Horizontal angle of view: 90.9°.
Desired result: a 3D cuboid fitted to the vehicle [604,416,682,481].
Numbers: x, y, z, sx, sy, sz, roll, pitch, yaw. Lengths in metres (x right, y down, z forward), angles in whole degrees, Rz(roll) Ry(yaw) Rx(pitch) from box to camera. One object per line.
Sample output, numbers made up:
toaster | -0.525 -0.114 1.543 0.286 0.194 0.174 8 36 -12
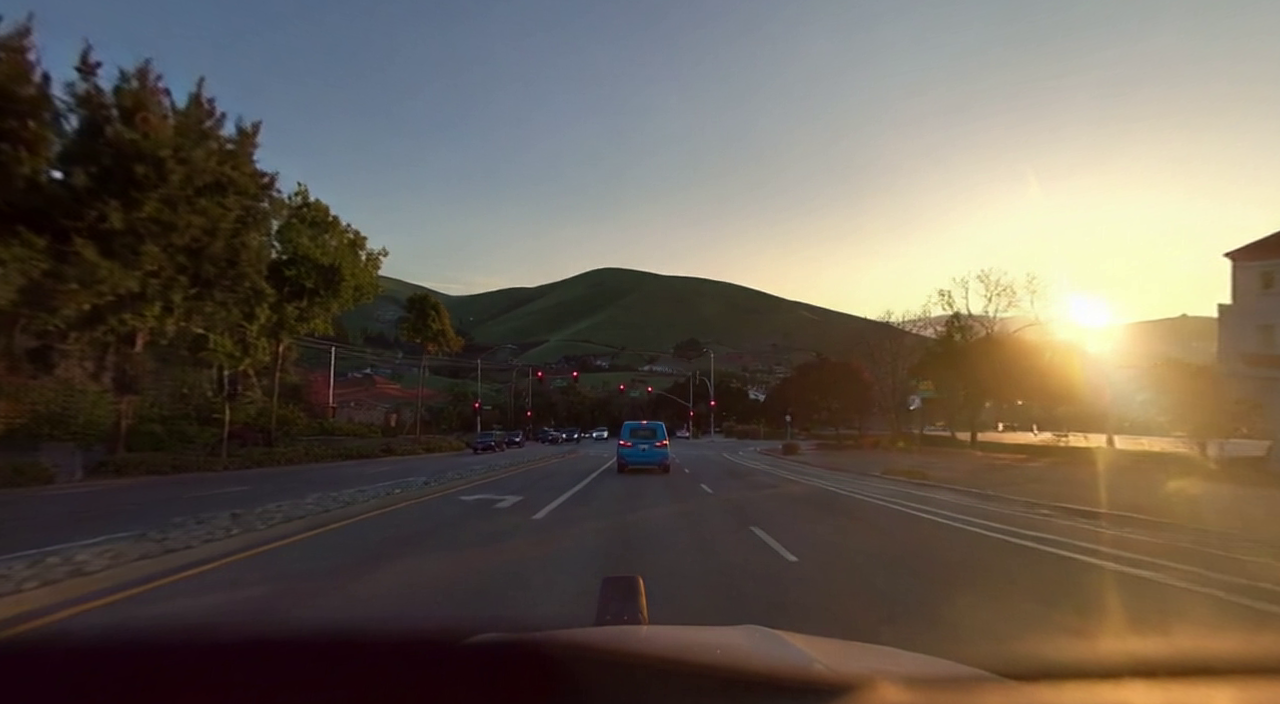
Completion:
vehicle | 0.100 3.045 20.056 2.185 1.822 4.391 -1 -8 1

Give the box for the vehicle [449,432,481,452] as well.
vehicle | -13.388 6.856 47.944 1.991 1.469 4.596 2 -8 -19

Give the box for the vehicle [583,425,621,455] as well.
vehicle | -2.414 5.758 41.166 2.131 1.783 4.540 -1 -8 1
